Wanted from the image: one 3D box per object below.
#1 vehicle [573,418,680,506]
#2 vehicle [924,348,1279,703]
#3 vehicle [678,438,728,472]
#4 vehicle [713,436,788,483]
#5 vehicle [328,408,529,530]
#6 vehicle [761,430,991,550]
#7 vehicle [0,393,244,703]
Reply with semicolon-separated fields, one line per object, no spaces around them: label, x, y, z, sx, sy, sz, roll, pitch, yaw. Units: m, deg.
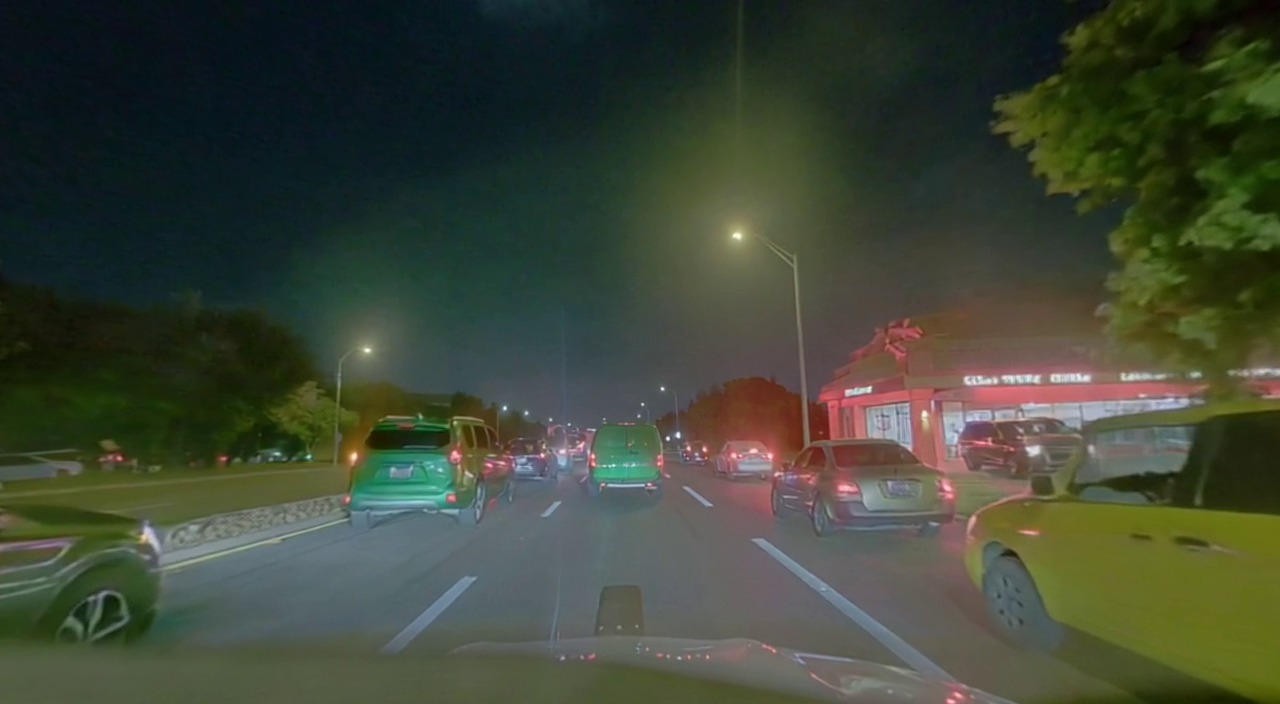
vehicle;-0.343;2.625;15.442;2.238;1.825;4.190;0;-9;-1
vehicle;3.408;0.927;3.014;2.047;1.671;4.267;0;-9;-1
vehicle;2.988;4.972;30.692;1.903;1.529;3.649;0;-9;-2
vehicle;3.875;3.868;22.917;1.875;1.521;4.192;0;-9;-1
vehicle;-3.651;2.134;12.020;2.231;1.853;4.461;0;-9;1
vehicle;3.376;2.053;10.106;1.900;1.477;4.352;0;-9;-1
vehicle;-3.718;0.839;1.986;2.051;1.522;4.509;0;-9;-1
